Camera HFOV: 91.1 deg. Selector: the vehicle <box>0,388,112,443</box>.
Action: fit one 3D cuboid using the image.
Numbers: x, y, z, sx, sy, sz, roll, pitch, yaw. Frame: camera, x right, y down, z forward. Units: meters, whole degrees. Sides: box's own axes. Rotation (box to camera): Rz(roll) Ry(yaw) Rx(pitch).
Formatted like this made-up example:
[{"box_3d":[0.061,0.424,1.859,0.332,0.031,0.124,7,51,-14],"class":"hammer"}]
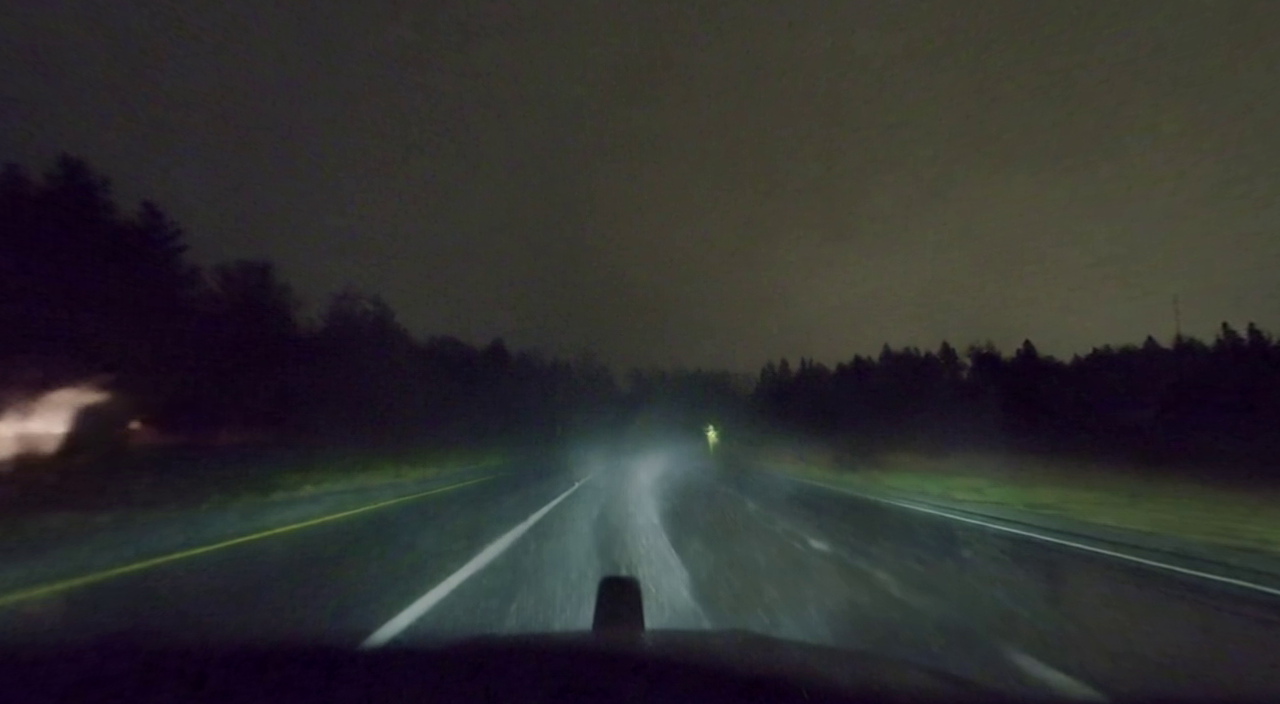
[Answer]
[{"box_3d":[-19.800,2.098,20.111,1.846,1.589,4.483,0,-8,0],"class":"vehicle"}]
